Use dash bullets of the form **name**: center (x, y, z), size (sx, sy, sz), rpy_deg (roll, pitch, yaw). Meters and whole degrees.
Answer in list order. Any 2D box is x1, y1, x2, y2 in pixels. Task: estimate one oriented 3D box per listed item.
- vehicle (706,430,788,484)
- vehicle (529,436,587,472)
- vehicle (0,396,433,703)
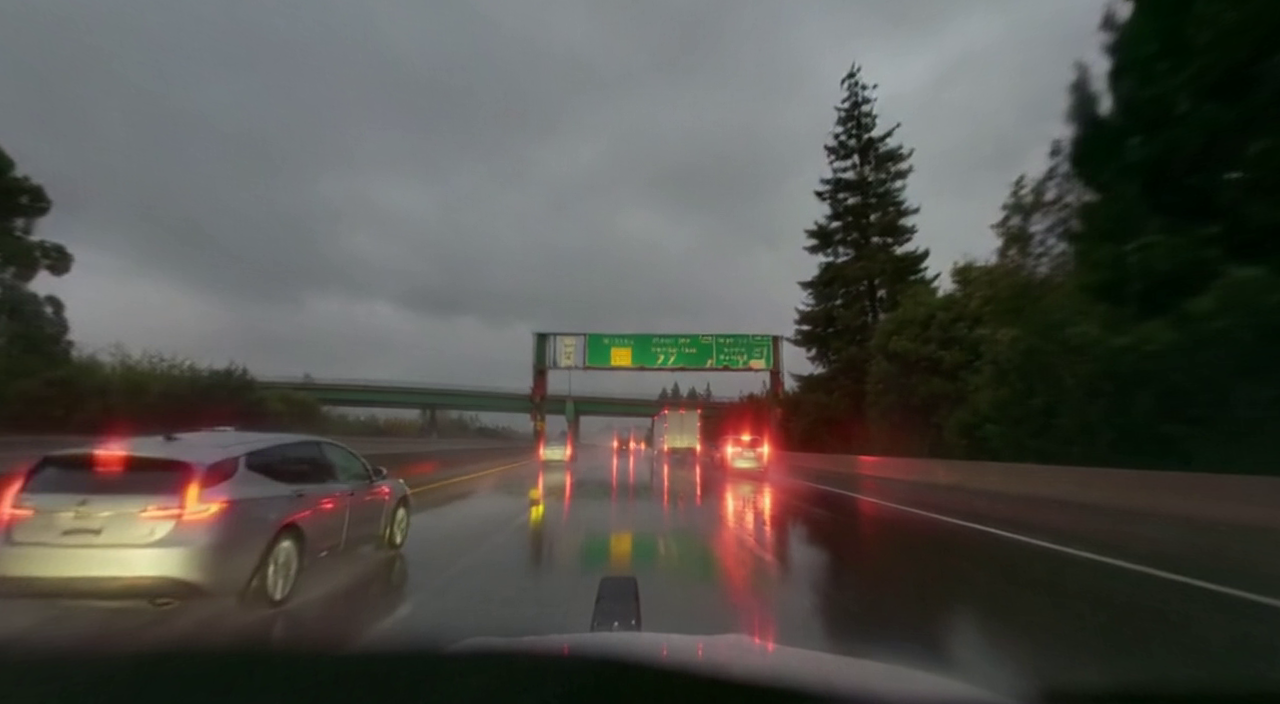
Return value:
- **vehicle**: center (3.552, 3.562, 21.626), size (2.001, 1.625, 4.088), rpy_deg (0, -8, -1)
- **vehicle**: center (-3.581, 4.537, 28.308), size (2.064, 1.479, 4.370), rpy_deg (0, -8, -1)
- **vehicle**: center (-3.512, 1.276, 5.164), size (2.122, 1.486, 4.532), rpy_deg (0, -8, 0)
